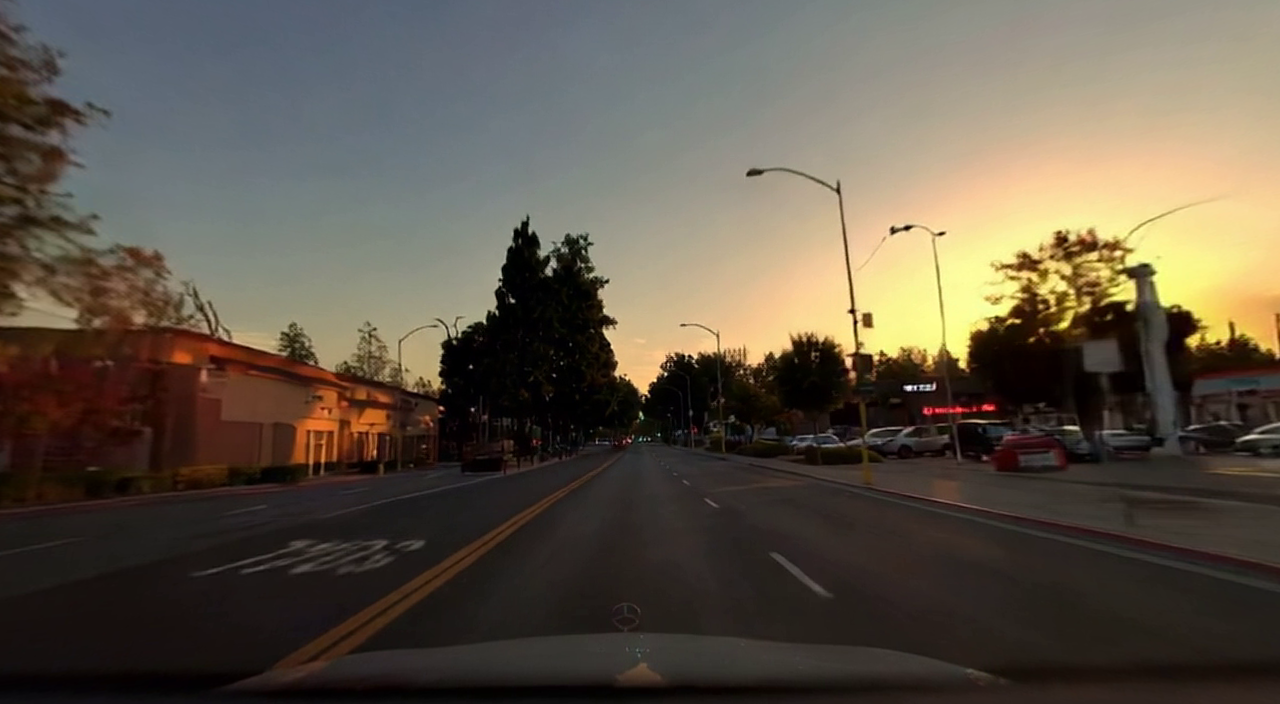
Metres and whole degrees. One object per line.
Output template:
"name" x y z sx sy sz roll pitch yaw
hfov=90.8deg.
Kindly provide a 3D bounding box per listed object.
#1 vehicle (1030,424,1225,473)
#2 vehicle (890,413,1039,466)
"vehicle" 15.977 3.192 20.918 4.634 1.512 2.178 0 -8 -1
"vehicle" 15.598 4.226 30.644 5.797 2.052 2.329 -4 -8 1
